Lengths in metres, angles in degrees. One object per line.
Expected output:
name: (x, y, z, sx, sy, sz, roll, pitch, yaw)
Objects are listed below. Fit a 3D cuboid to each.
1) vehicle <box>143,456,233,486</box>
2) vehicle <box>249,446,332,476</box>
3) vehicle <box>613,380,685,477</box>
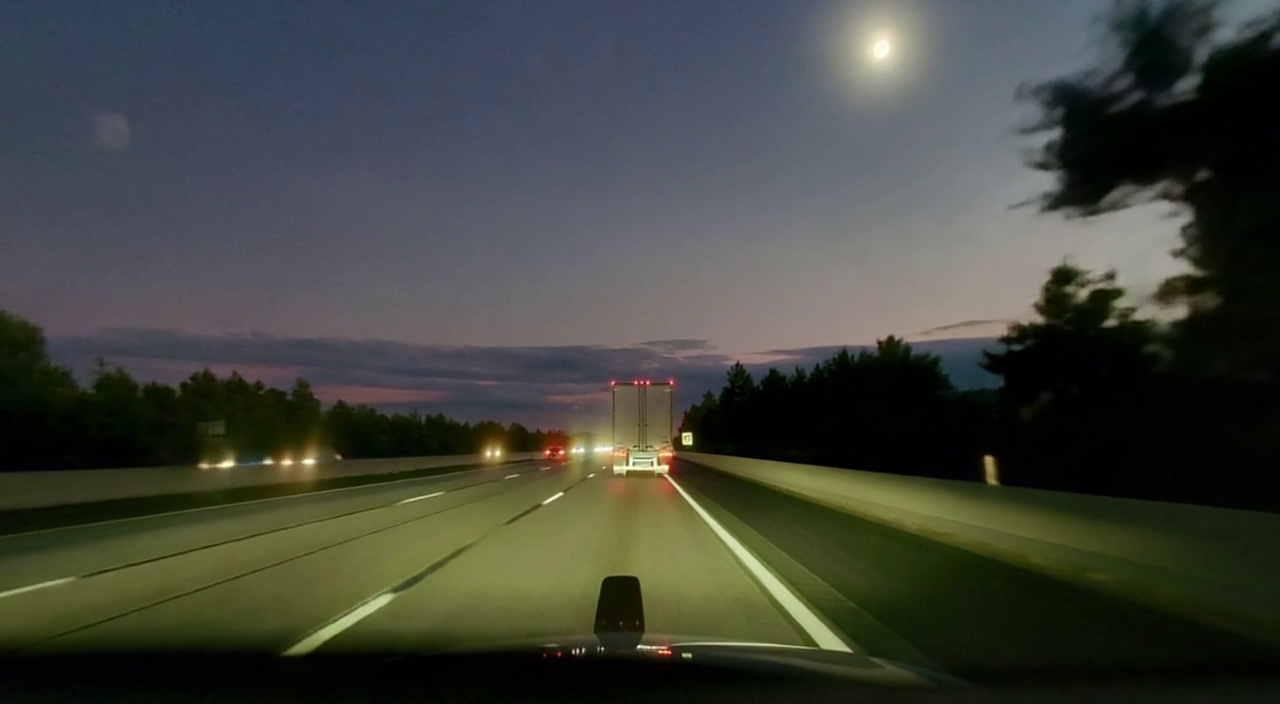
vehicle: (-26.002, 6.826, 36.435, 1.868, 1.561, 4.500, 0, -9, 0)
vehicle: (-21.716, 6.785, 39.451, 2.091, 1.723, 5.323, 0, -9, 0)
vehicle: (0.285, 4.091, 32.483, 3.052, 4.132, 11.336, 0, -9, -1)
